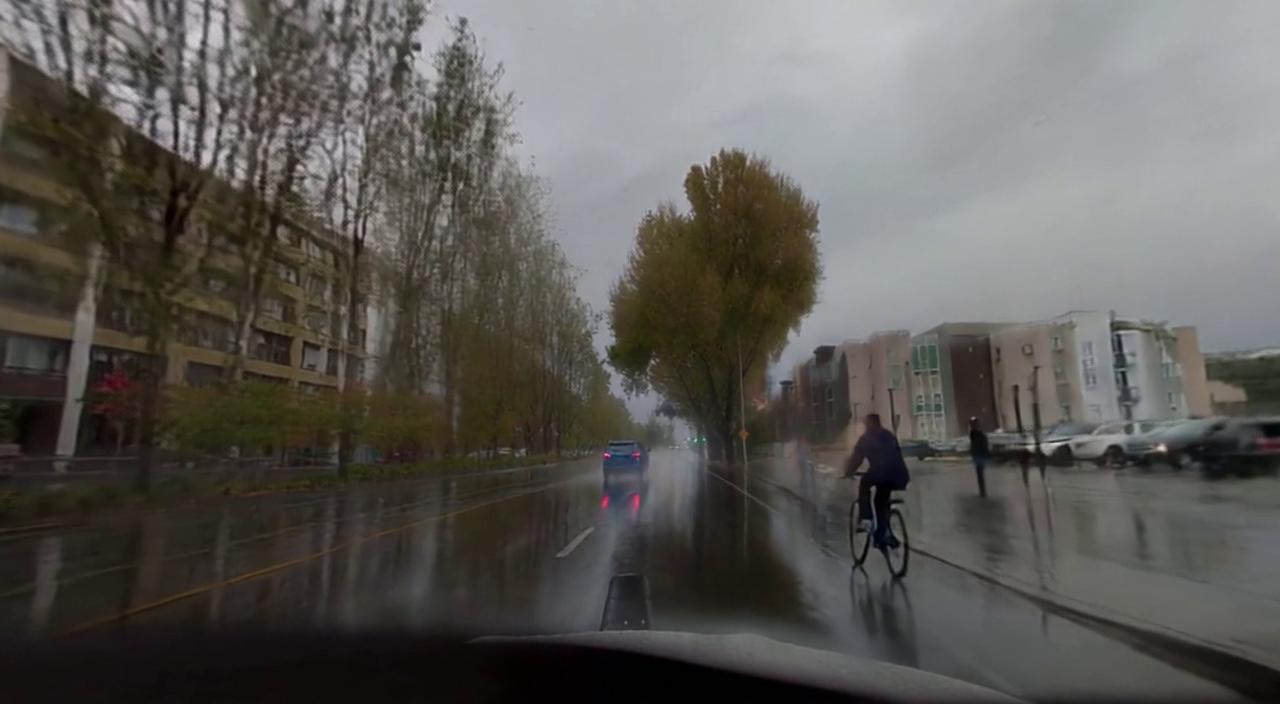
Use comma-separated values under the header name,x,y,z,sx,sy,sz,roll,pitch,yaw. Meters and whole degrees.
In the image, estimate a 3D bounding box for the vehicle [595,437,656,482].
name,x,y,z,sx,sy,sz,roll,pitch,yaw
vehicle,-0.552,4.891,28.874,2.294,1.859,5.127,-1,-9,5
